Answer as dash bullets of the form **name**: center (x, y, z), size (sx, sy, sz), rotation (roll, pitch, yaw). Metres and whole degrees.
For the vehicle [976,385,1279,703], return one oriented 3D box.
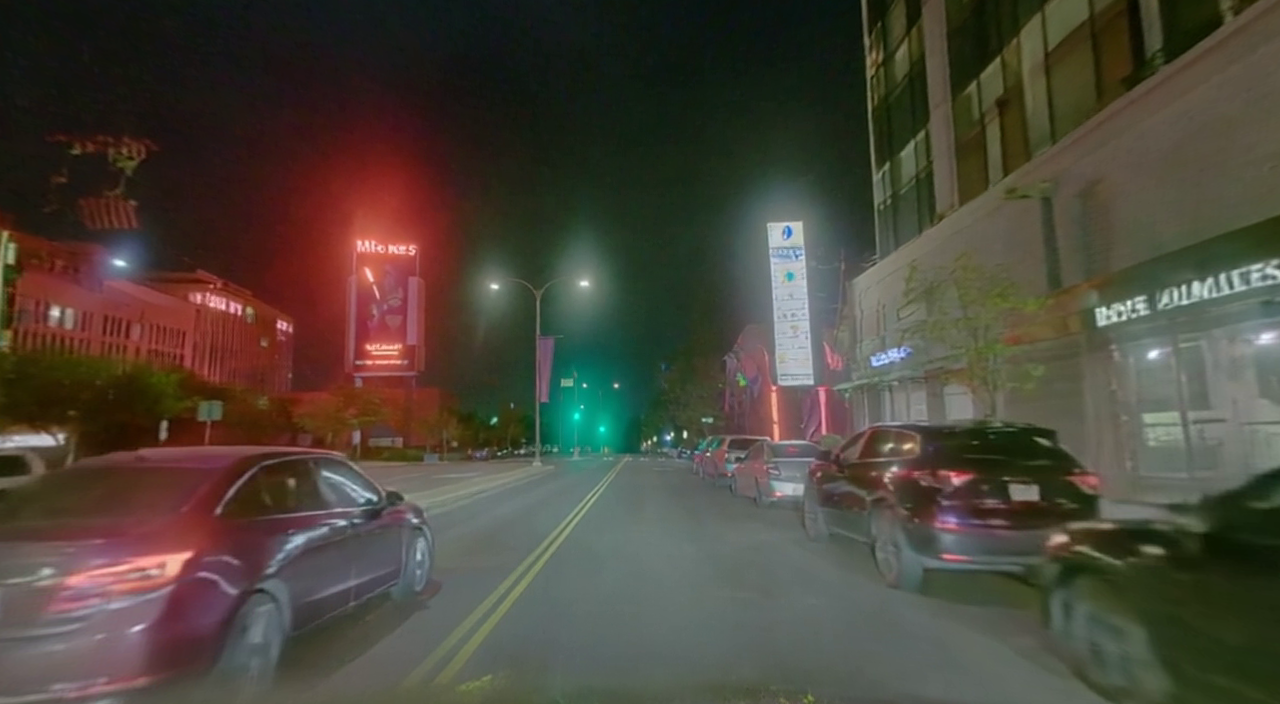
- **vehicle**: center (3.290, 0.869, 1.952), size (2.120, 1.560, 4.402), rotation (0, -8, 1)

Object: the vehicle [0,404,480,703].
- **vehicle**: center (-2.748, 1.204, 4.427), size (2.030, 1.436, 4.388), rotation (0, -8, 1)
